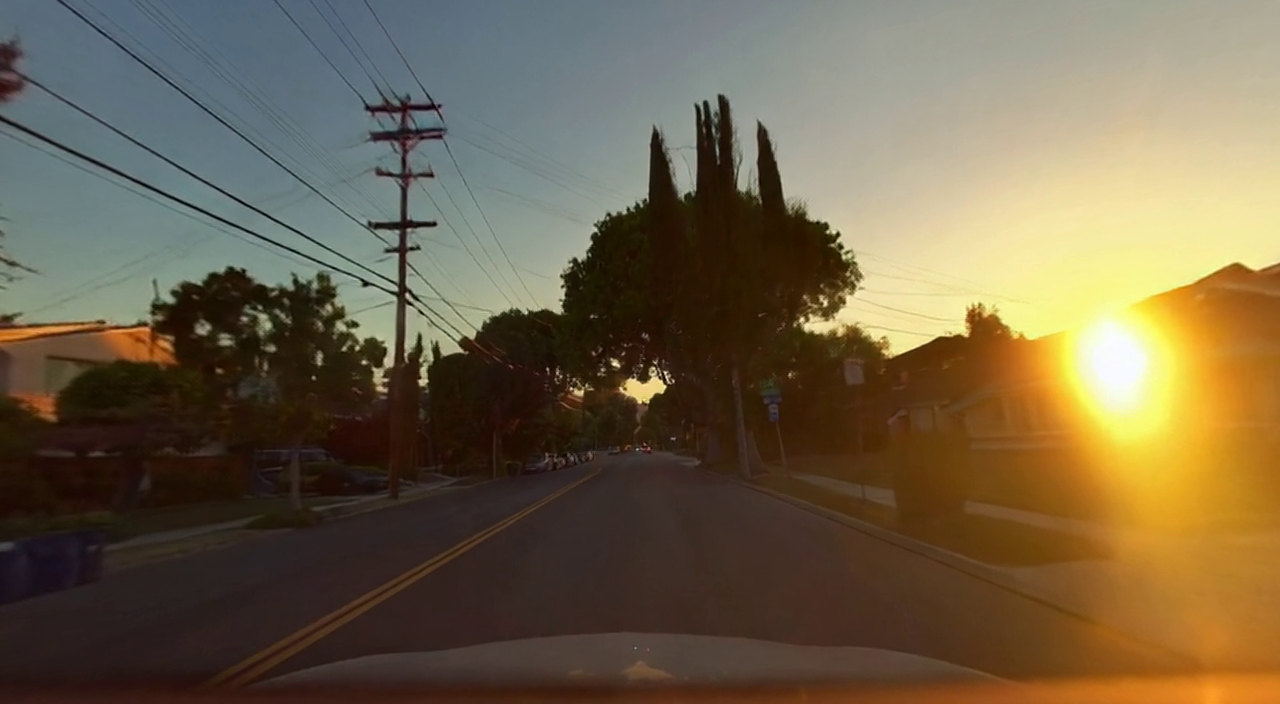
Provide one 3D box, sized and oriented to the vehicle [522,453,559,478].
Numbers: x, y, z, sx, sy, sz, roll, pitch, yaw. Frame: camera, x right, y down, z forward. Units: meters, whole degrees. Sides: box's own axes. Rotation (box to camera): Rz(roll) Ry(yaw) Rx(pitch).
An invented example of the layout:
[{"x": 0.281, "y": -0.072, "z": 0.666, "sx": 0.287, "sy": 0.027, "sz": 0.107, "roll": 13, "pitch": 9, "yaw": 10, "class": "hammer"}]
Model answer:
[{"x": -7.260, "y": 8.331, "z": 46.605, "sx": 1.869, "sy": 1.442, "sz": 4.344, "roll": -9, "pitch": -8, "yaw": -1, "class": "vehicle"}]
